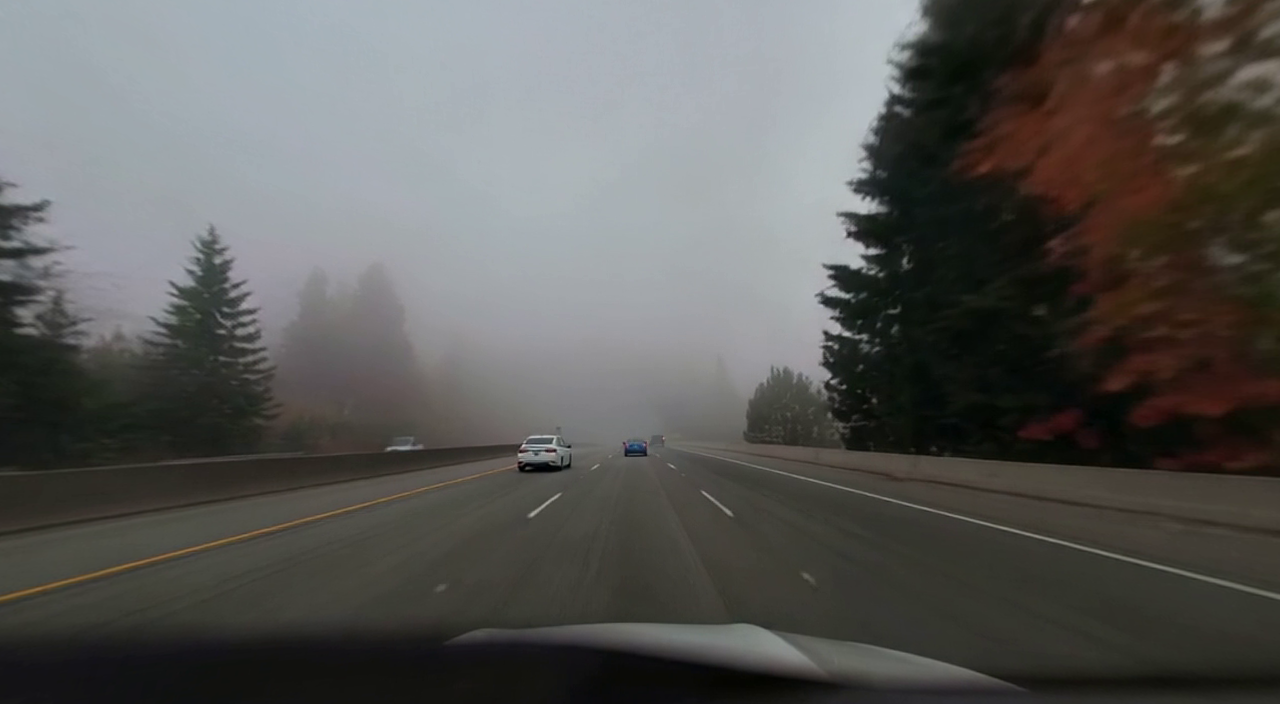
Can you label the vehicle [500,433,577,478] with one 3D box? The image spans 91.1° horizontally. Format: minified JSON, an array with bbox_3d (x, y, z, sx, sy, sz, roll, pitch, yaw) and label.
[{"bbox_3d":[-3.617,3.759,23.216,2.103,1.507,4.367,0,-8,0],"label":"vehicle"}]
